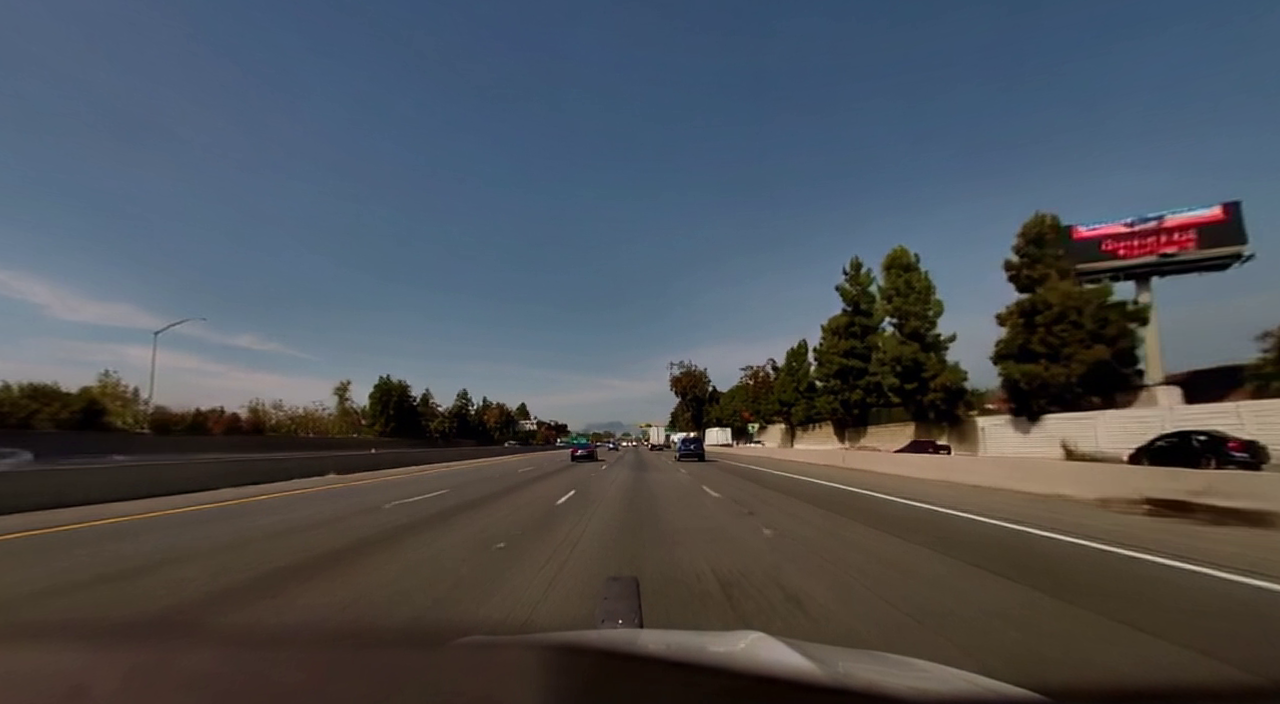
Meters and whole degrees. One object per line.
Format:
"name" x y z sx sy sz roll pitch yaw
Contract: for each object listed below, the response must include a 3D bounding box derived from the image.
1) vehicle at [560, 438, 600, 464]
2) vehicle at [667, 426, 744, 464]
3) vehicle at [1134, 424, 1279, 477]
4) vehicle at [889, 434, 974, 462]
"vehicle" -3.663 6.100 39.004 2.066 1.500 4.415 0 -8 0
"vehicle" 3.823 6.051 40.857 3.042 2.004 14.051 0 -8 -2
"vehicle" 23.128 3.901 24.970 2.139 1.881 5.005 3 -9 -20
"vehicle" 20.735 6.876 45.093 2.261 1.824 5.678 2 -9 -17
